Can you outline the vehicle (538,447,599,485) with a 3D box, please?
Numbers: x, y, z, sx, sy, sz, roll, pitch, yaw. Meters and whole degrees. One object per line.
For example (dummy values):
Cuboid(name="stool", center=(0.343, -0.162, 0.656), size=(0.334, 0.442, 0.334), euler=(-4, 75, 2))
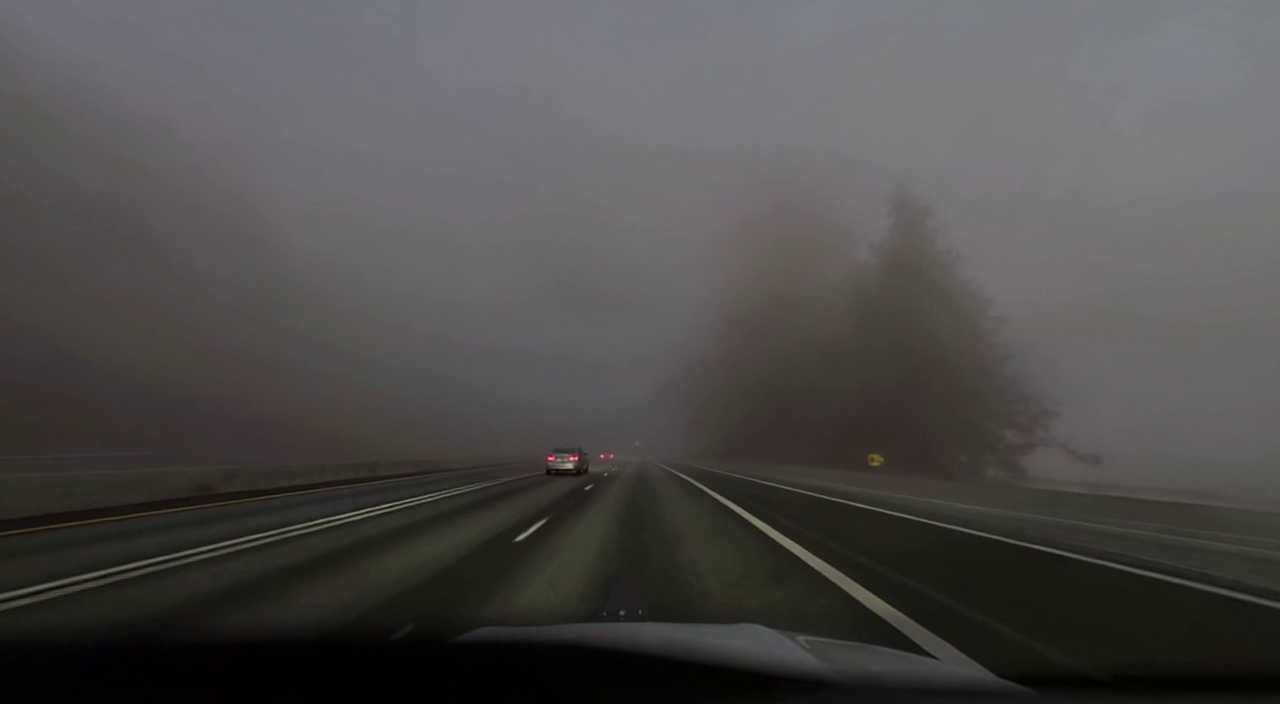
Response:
Cuboid(name="vehicle", center=(-3.168, 5.166, 28.995), size=(2.184, 1.574, 5.004), euler=(0, -9, 0))
